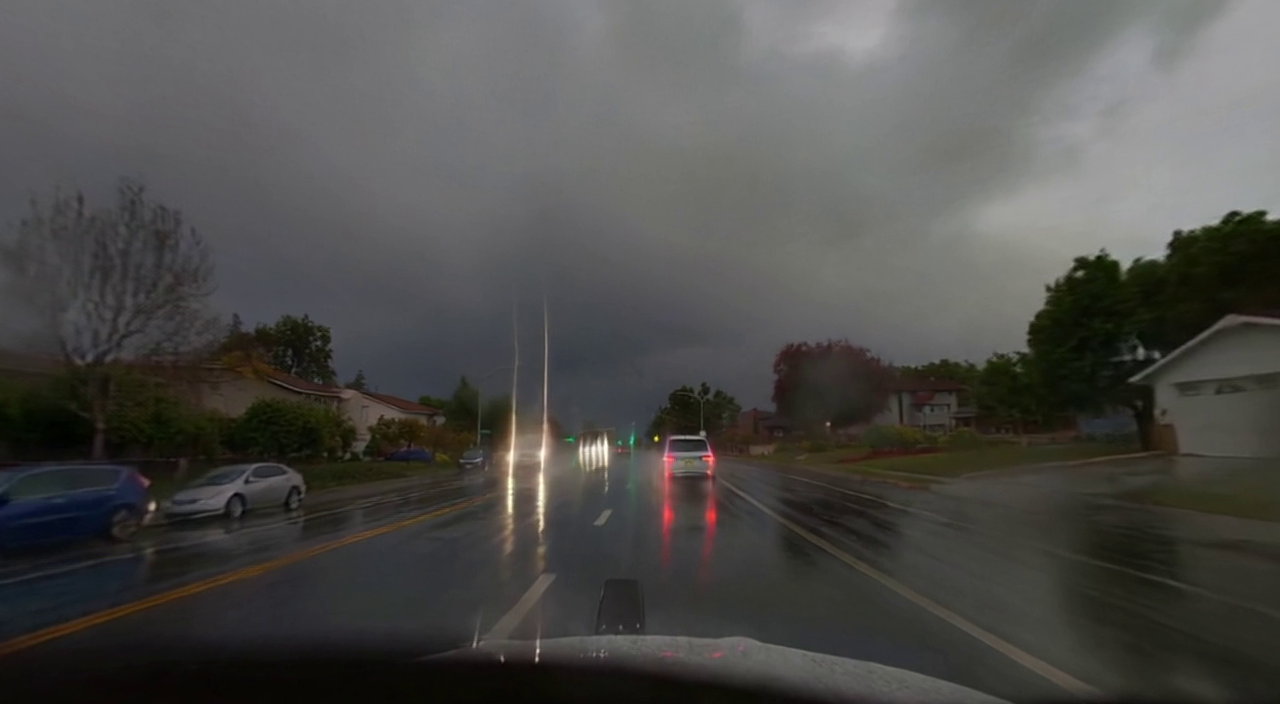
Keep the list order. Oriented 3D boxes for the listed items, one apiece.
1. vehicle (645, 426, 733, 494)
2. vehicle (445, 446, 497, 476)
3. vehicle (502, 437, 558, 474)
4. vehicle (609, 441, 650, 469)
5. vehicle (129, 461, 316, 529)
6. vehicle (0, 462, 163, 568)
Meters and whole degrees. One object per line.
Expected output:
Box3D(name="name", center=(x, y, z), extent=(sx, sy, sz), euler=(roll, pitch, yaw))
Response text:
Box3D(name="vehicle", center=(1.303, 3.172, 18.912), extent=(2.200, 1.763, 4.676), euler=(0, -8, -1))
Box3D(name="vehicle", center=(-10.900, 7.017, 41.120), extent=(2.188, 1.813, 4.478), euler=(0, -8, -1))
Box3D(name="vehicle", center=(-5.986, 5.682, 34.942), extent=(2.146, 1.912, 4.878), euler=(0, -8, 1))
Box3D(name="vehicle", center=(-0.655, 5.770, 35.619), extent=(2.196, 1.449, 4.006), euler=(0, -8, -3))
Box3D(name="vehicle", center=(-11.024, 3.761, 17.187), extent=(1.831, 1.464, 4.520), euler=(-1, -8, 3))
Box3D(name="vehicle", center=(-11.524, 2.903, 11.181), extent=(2.150, 1.644, 5.120), euler=(-5, -9, 1))
